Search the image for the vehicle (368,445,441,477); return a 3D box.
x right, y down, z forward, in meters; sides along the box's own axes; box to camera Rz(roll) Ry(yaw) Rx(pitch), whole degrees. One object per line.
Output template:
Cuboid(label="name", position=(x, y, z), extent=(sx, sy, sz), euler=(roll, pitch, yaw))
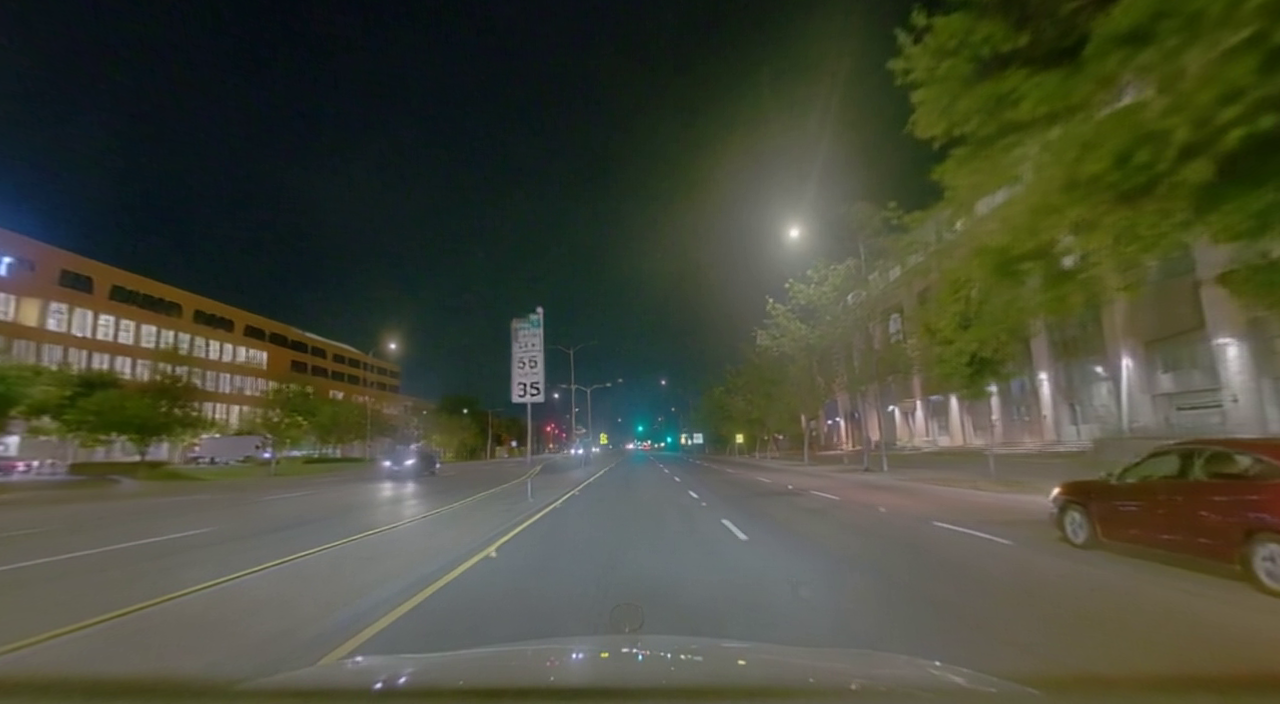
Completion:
Cuboid(label="vehicle", position=(-12.689, 5.882, 34.406), extent=(2.163, 1.576, 4.704), euler=(0, -9, 1))

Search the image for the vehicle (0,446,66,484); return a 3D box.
Cuboid(label="vehicle", position=(-35.726, 6.307, 35.554), extent=(2.083, 2.034, 5.018), euler=(0, -9, -2))

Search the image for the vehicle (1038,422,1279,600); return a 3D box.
Cuboid(label="vehicle", position=(6.566, 1.472, 6.116), extent=(2.088, 1.524, 5.085), euler=(0, -9, 0))
